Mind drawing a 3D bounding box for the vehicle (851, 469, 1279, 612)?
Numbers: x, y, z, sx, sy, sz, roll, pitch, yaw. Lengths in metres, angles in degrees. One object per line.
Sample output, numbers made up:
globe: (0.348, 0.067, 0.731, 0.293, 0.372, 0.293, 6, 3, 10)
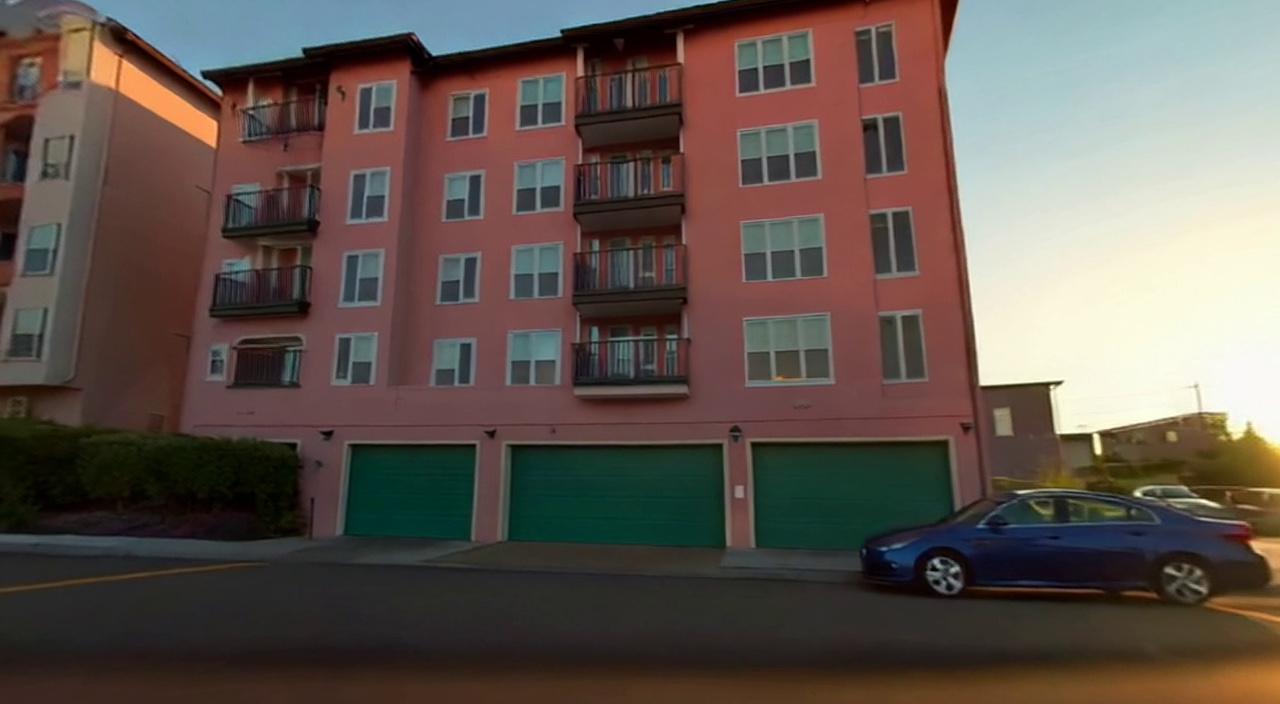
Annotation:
vehicle: (5.304, 2.288, 8.118, 4.697, 1.444, 1.825, -3, -10, 13)
